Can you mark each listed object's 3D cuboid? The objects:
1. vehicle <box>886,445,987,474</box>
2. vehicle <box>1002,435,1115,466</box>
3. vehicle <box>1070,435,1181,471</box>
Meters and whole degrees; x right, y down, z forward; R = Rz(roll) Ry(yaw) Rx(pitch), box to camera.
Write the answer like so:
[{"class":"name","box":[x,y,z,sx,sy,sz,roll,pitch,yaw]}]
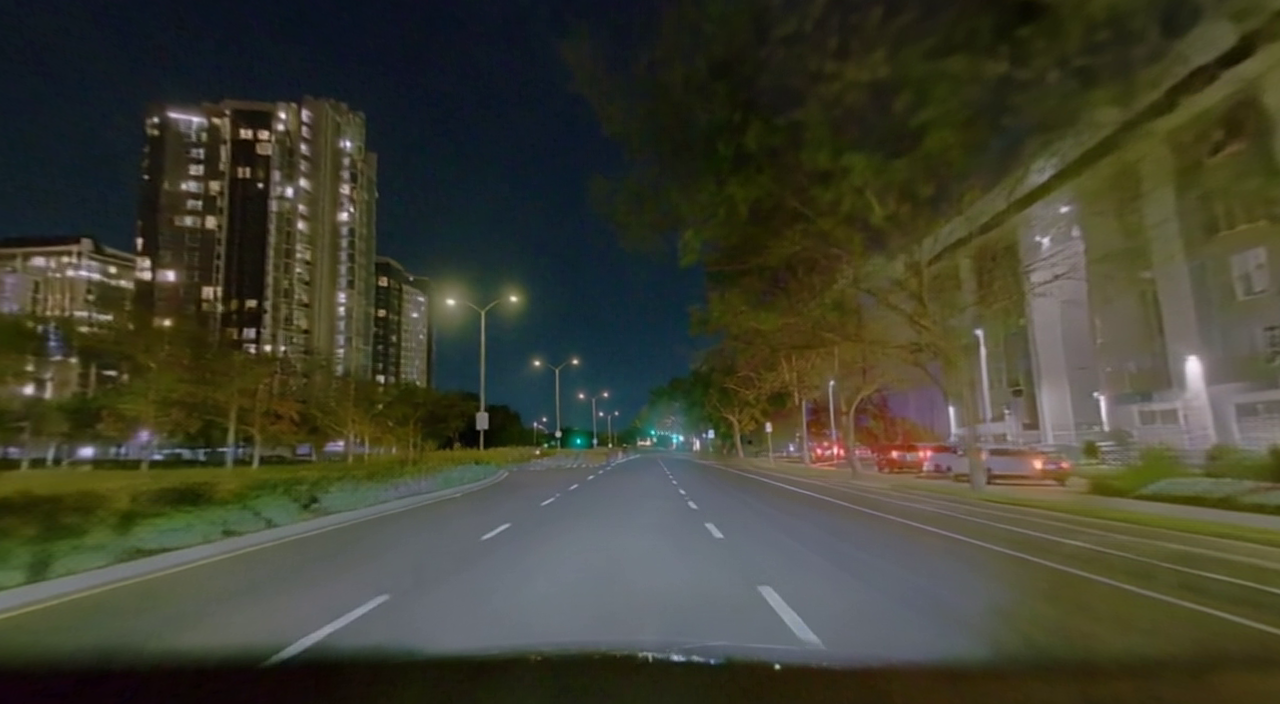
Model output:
[{"class":"vehicle","box":[15.613,5.678,33.374,4.331,1.469,2.008,-1,-9,3]},{"class":"vehicle","box":[27.201,6.413,41.093,5.663,1.895,2.229,-1,-8,3]},{"class":"vehicle","box":[27.731,5.766,36.059,4.627,1.659,1.882,-4,-7,1]}]
